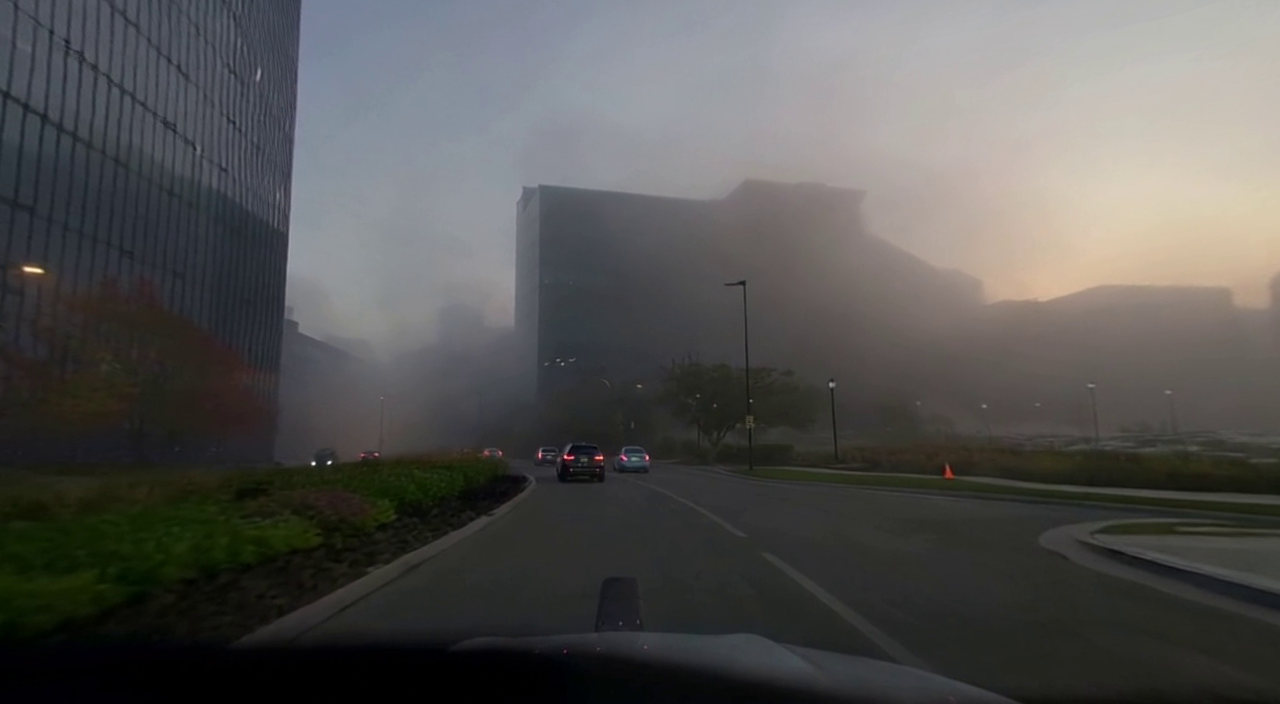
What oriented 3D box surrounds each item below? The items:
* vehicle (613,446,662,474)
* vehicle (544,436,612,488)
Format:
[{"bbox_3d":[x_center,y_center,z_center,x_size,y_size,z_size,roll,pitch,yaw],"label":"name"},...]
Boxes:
[{"bbox_3d":[-0.222,6.220,36.618,2.116,1.506,4.355,2,-9,-9],"label":"vehicle"},{"bbox_3d":[-2.419,4.074,23.646,2.173,1.761,4.374,2,-9,-10],"label":"vehicle"}]
